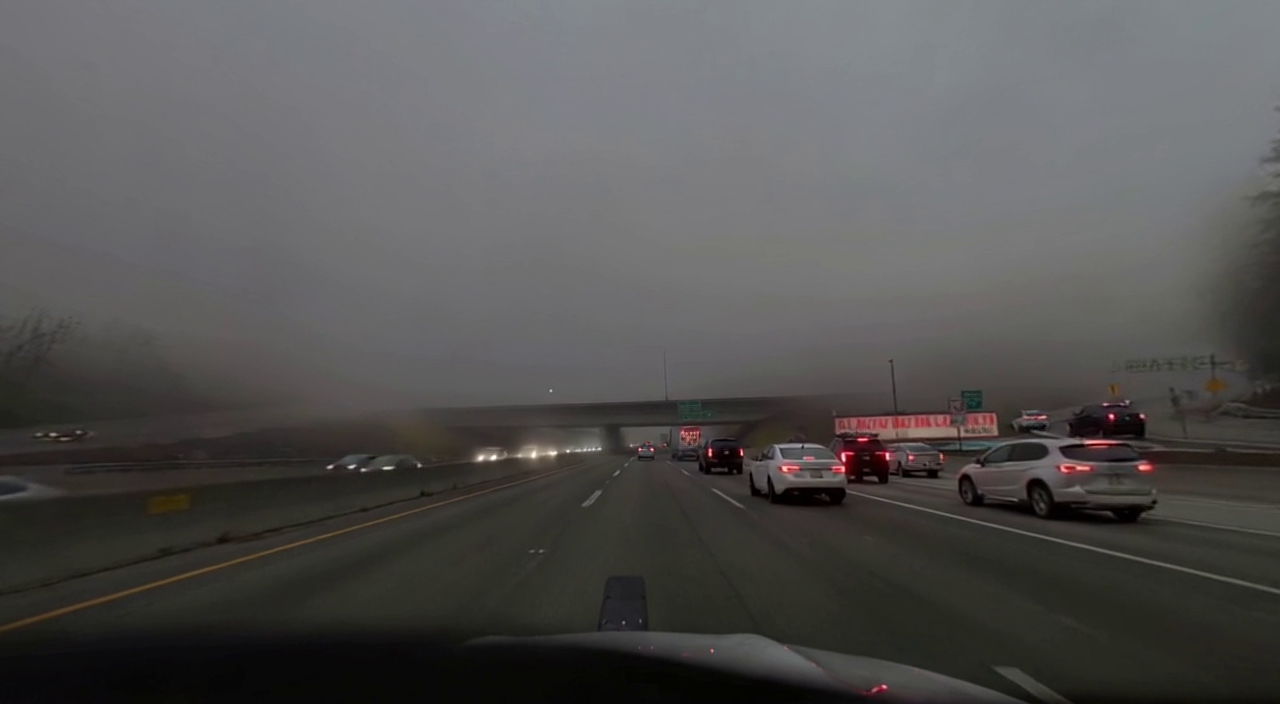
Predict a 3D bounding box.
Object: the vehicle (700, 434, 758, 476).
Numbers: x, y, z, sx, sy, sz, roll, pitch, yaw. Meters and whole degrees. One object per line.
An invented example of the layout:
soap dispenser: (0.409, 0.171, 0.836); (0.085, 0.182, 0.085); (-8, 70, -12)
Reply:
vehicle: (4.244, 4.994, 30.876); (2.086, 1.858, 4.737); (0, -8, -1)

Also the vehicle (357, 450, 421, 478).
vehicle: (-14.806, 6.617, 37.431); (1.897, 1.497, 4.446); (0, -8, 1)

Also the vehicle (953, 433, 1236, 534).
vehicle: (7.787, 2.259, 11.503); (1.919, 1.476, 4.303); (0, -8, 0)

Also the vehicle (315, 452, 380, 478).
vehicle: (-18.694, 7.215, 40.578); (1.860, 1.483, 4.649); (0, -8, 1)

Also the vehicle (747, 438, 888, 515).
vehicle: (3.849, 2.752, 14.574); (1.902, 1.481, 4.451); (0, -8, -1)

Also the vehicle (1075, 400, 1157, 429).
vehicle: (33.329, 4.445, 44.374); (2.131, 1.840, 4.870); (-1, -8, 4)

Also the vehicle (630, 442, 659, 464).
vehicle: (0.350, 7.815, 48.940); (2.124, 1.639, 4.122); (0, -8, 0)
